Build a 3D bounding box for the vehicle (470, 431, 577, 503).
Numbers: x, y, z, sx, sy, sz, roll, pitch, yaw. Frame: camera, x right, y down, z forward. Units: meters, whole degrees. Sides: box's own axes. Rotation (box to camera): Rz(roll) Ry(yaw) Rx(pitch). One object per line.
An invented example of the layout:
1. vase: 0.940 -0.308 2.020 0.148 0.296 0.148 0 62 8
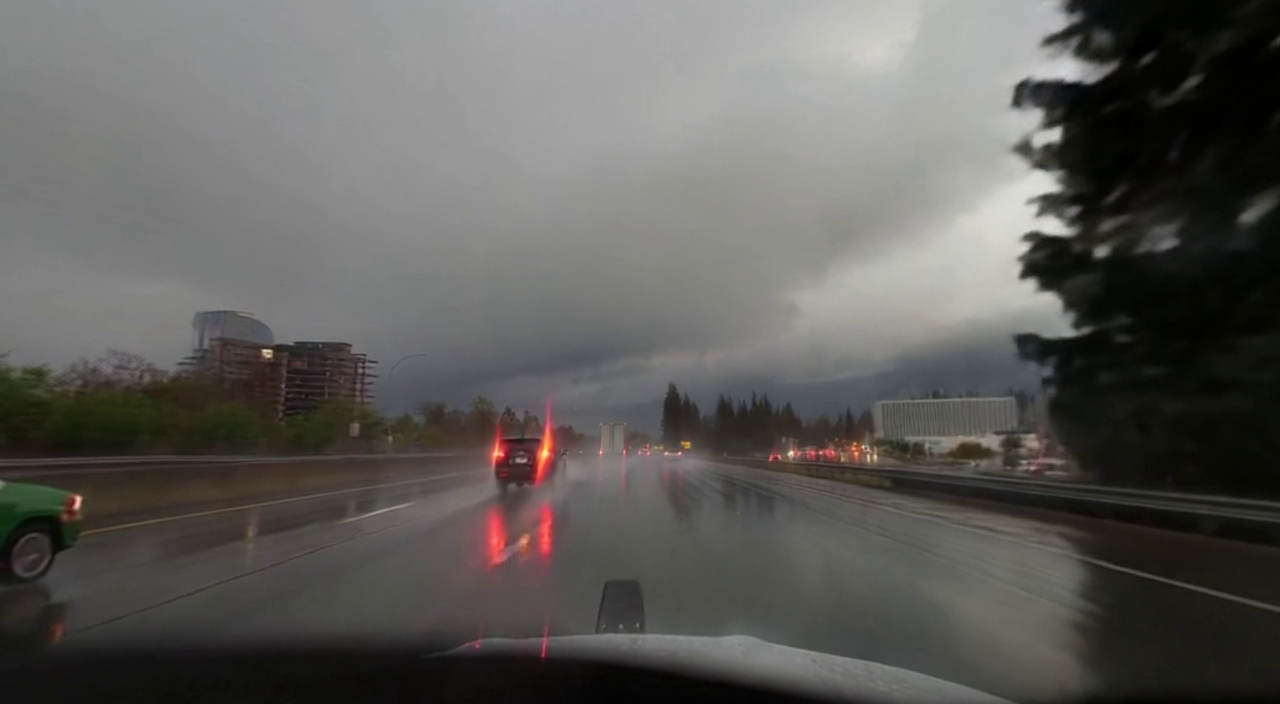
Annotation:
1. vehicle: -3.112 3.204 17.887 2.111 1.742 4.315 0 -9 1
